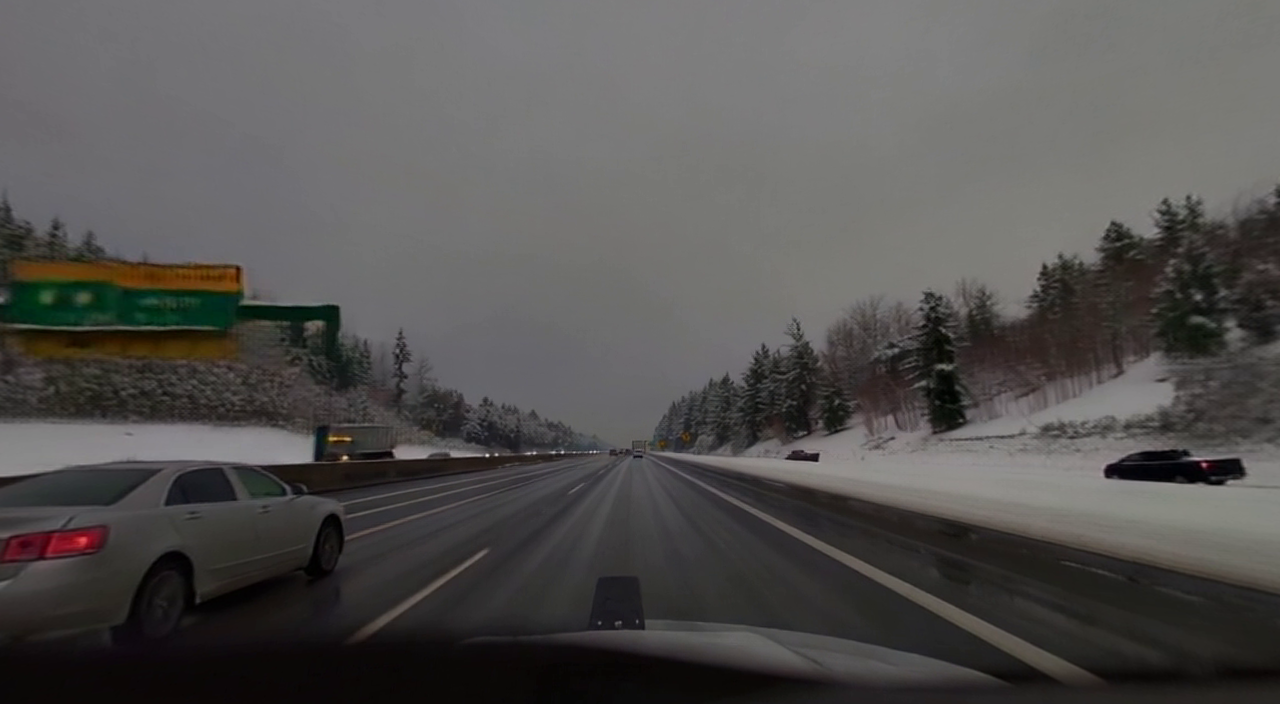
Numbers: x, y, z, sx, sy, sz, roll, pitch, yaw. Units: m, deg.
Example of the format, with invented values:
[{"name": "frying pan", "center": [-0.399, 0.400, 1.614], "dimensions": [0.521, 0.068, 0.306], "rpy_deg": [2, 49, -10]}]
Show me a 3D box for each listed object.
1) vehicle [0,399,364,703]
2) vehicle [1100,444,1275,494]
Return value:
[{"name": "vehicle", "center": [-3.977, 1.288, 4.621], "dimensions": [1.988, 1.585, 4.215], "rpy_deg": [0, -9, 0]}, {"name": "vehicle", "center": [21.641, 4.595, 25.183], "dimensions": [1.973, 1.766, 4.726], "rpy_deg": [4, -10, -27]}]
